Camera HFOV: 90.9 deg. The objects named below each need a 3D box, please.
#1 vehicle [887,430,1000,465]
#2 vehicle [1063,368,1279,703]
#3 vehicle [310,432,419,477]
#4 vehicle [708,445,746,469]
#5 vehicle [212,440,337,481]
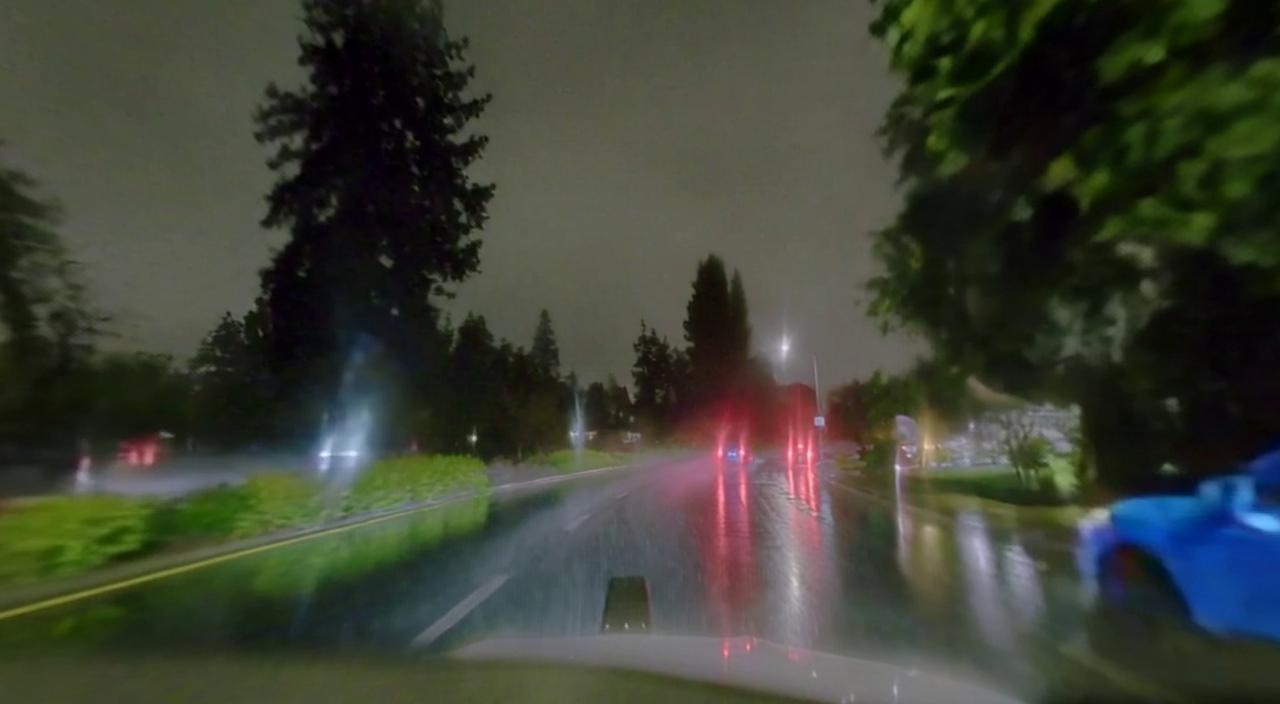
[{"bbox_3d":[16.108,5.107,33.789,4.999,1.791,2.177,-2,-9,14],"label":"vehicle"},{"bbox_3d":[4.119,0.851,2.388,2.169,1.713,4.137,0,-9,1],"label":"vehicle"},{"bbox_3d":[-11.427,4.287,26.575,2.071,1.728,4.514,-1,-9,8],"label":"vehicle"},{"bbox_3d":[5.802,6.915,41.684,2.050,1.456,4.003,-2,-9,14],"label":"vehicle"},{"bbox_3d":[-15.392,4.597,26.881,2.006,1.575,4.496,-2,-9,12],"label":"vehicle"}]
